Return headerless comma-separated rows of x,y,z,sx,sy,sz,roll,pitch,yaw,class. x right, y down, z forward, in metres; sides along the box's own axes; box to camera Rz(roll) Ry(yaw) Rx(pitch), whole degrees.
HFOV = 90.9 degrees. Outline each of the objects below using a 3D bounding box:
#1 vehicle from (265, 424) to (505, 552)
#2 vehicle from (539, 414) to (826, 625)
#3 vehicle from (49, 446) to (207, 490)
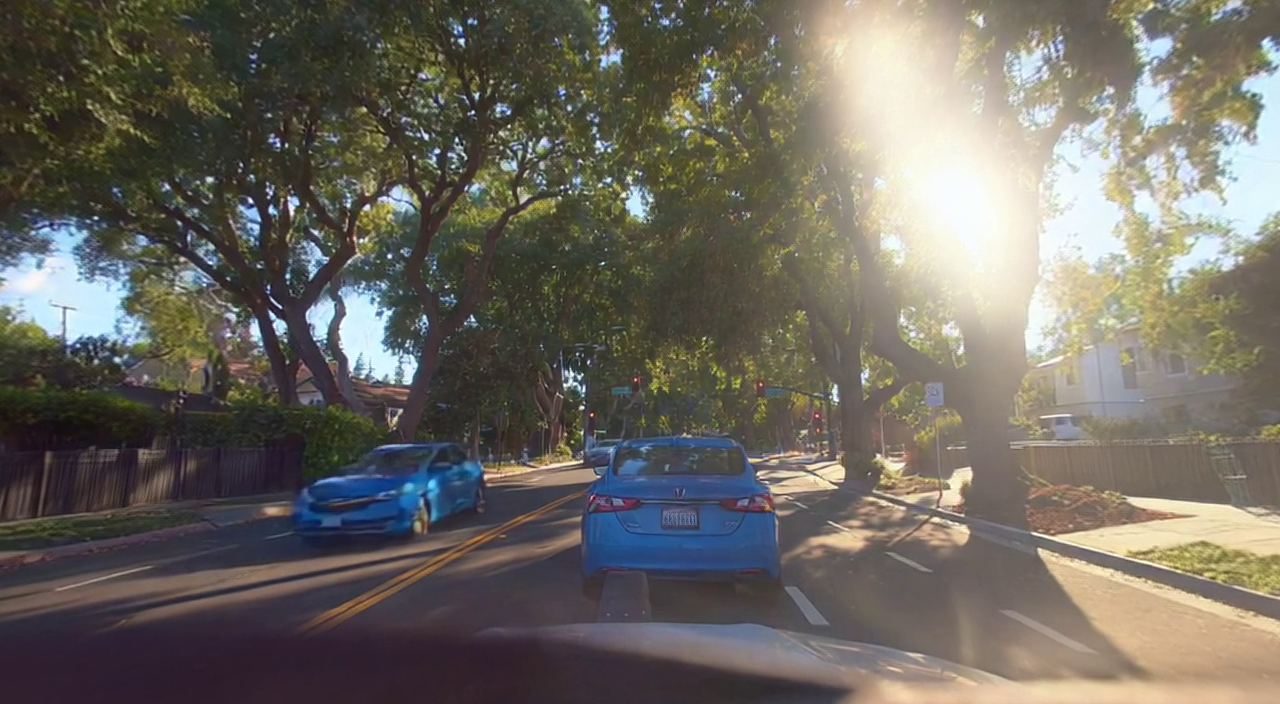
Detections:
-4.088,2.259,11.050,2.160,1.507,4.470,-7,-9,2,vehicle
0.340,1.502,6.608,2.070,1.516,3.936,0,-8,1,vehicle
-18.110,4.085,22.410,4.069,1.445,2.063,-2,-9,8,vehicle
